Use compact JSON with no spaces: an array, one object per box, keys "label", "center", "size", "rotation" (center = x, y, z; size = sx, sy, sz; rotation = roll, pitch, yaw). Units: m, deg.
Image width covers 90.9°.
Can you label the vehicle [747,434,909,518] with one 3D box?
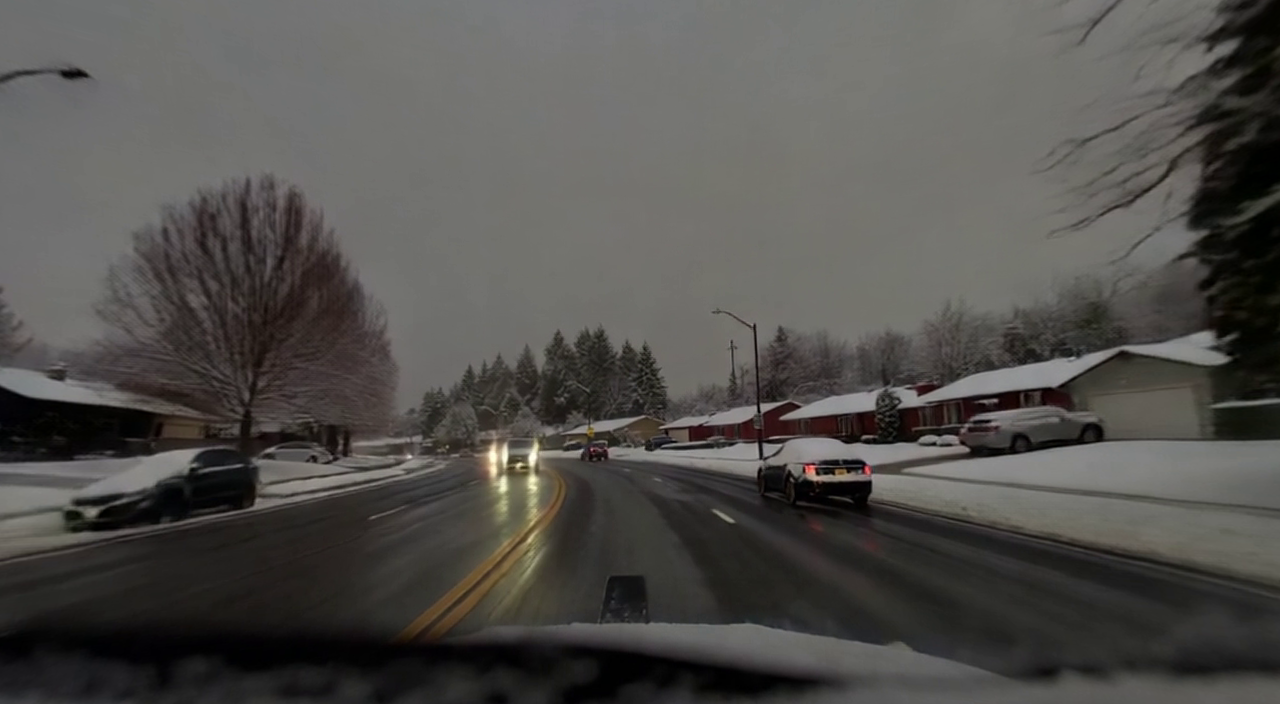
[{"label":"vehicle","center":[3.827,2.597,13.773],"size":[1.934,1.506,4.282],"rotation":[0,-8,-4]}]

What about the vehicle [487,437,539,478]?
[{"label":"vehicle","center":[-6.300,5.193,31.468],"size":[2.316,1.845,4.805],"rotation":[1,-9,-10]}]

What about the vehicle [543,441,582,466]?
[{"label":"vehicle","center":[-5.622,7.275,45.176],"size":[2.106,1.667,4.367],"rotation":[2,-9,-16]}]

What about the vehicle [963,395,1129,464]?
[{"label":"vehicle","center":[14.801,2.834,23.164],"size":[4.455,1.795,2.331],"rotation":[-7,-6,-8]}]

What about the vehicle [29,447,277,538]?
[{"label":"vehicle","center":[-10.739,3.062,14.546],"size":[2.038,1.690,4.825],"rotation":[0,-8,-3]}]
